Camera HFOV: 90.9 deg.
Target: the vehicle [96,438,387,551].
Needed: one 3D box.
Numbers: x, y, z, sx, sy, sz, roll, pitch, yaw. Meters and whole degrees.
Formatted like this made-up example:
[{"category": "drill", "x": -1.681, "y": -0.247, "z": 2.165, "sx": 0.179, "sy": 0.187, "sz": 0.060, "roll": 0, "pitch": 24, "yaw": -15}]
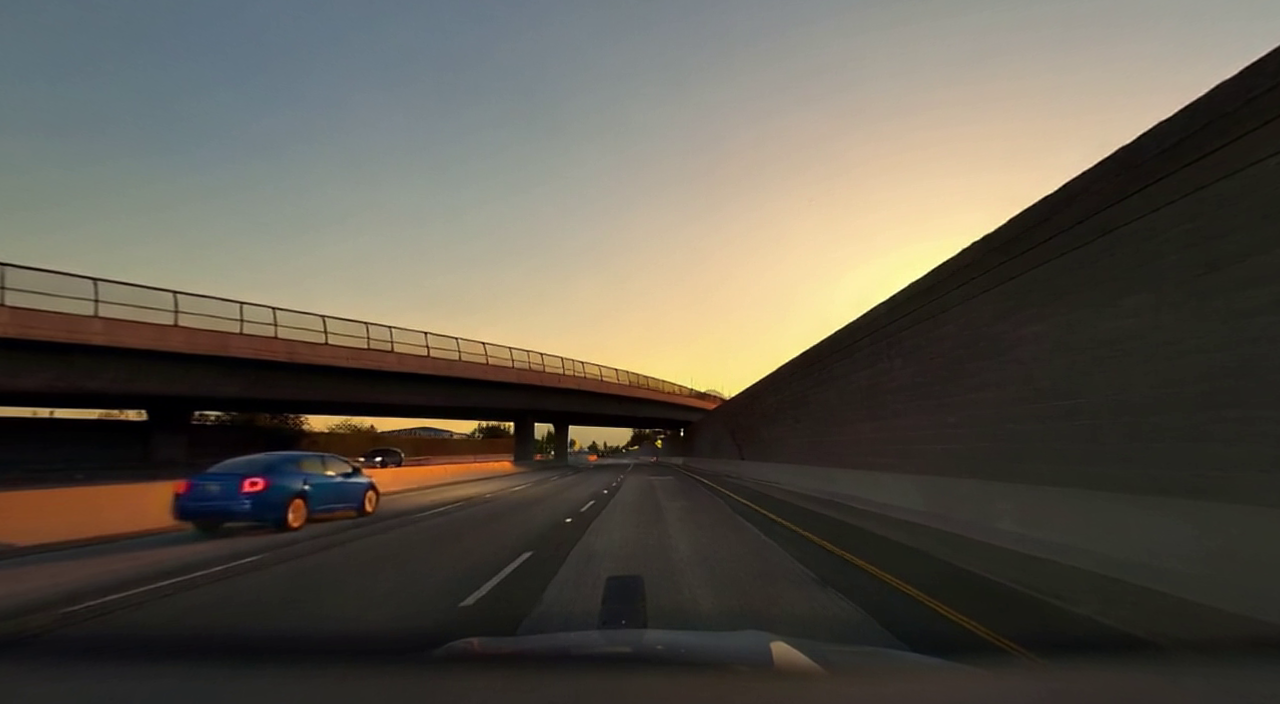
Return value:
[{"category": "vehicle", "x": -6.625, "y": 2.393, "z": 11.318, "sx": 2.172, "sy": 1.587, "sz": 4.518, "roll": -1, "pitch": -9, "yaw": 2}]
